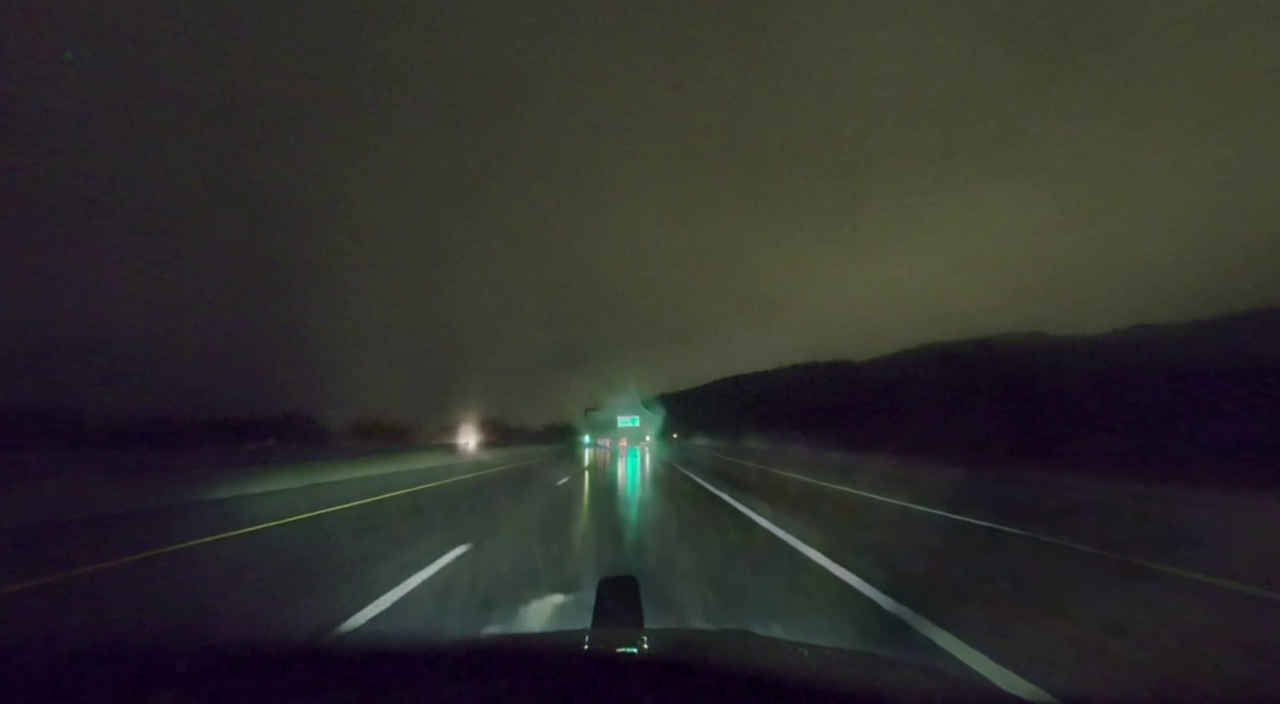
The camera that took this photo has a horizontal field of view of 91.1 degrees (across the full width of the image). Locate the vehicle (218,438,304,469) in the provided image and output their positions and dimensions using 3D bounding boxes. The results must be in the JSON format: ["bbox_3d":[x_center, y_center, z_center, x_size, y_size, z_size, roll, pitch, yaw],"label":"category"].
[{"bbox_3d":[-20.250,5.430,33.857,1.893,1.544,4.441,0,-8,-1],"label":"vehicle"}]
